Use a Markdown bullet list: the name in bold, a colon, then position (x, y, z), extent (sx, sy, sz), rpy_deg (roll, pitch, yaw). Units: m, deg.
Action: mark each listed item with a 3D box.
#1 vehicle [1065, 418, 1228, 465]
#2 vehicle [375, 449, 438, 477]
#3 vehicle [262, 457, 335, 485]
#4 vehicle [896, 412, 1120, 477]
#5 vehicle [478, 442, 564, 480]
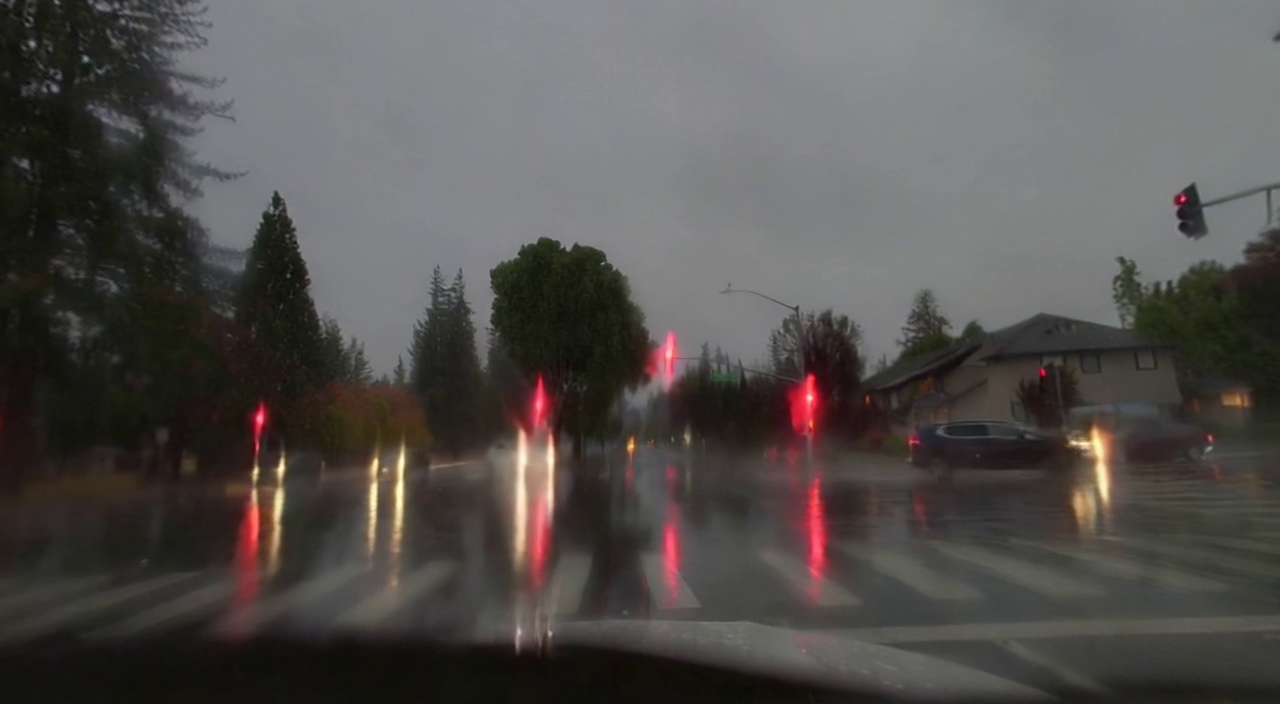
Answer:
- **vehicle**: position (17.375, 3.100, 21.774), extent (3.969, 1.493, 1.823), rpy_deg (0, -9, 1)
- **vehicle**: position (-13.466, 6.387, 36.595), extent (1.973, 1.511, 4.299), rpy_deg (0, -9, 0)
- **vehicle**: position (-20.797, 7.244, 38.626), extent (1.872, 1.455, 4.576), rpy_deg (0, -9, 0)
- **vehicle**: position (10.590, 2.760, 18.664), extent (5.188, 1.731, 2.191), rpy_deg (-2, -9, 14)
- **vehicle**: position (-5.250, 4.672, 27.334), extent (2.017, 1.496, 4.749), rpy_deg (5, -10, -32)
